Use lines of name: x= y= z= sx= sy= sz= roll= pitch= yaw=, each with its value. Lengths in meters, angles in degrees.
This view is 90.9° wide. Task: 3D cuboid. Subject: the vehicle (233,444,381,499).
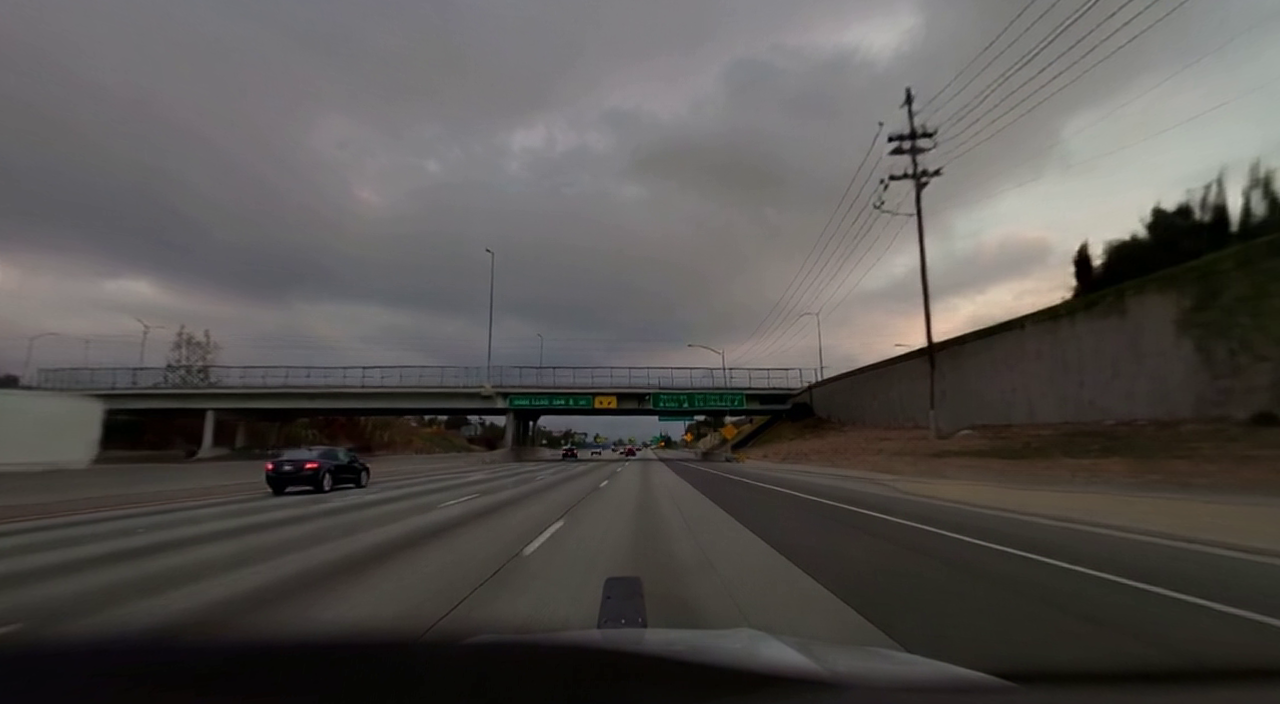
vehicle: x=-10.128 y=3.624 z=19.667 sx=2.056 sy=1.476 sz=4.562 roll=0 pitch=-8 yaw=1
